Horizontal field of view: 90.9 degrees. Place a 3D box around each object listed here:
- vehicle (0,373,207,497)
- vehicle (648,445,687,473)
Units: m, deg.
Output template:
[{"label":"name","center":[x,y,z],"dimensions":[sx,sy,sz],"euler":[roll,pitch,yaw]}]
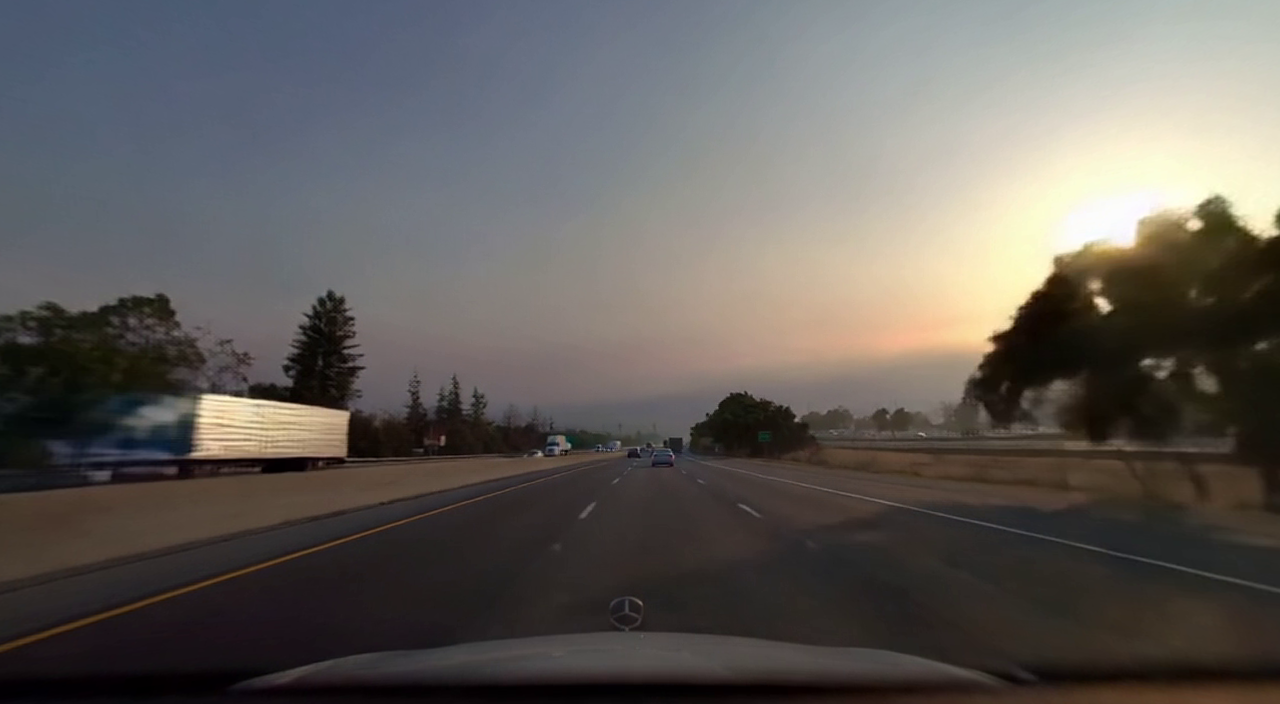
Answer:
[{"label":"vehicle","center":[-19.369,3.025,22.649],"dimensions":[3.144,3.853,5.859],"euler":[0,-9,1]},{"label":"vehicle","center":[1.671,6.741,39.881],"dimensions":[2.231,1.652,4.503],"euler":[0,-9,0]}]
